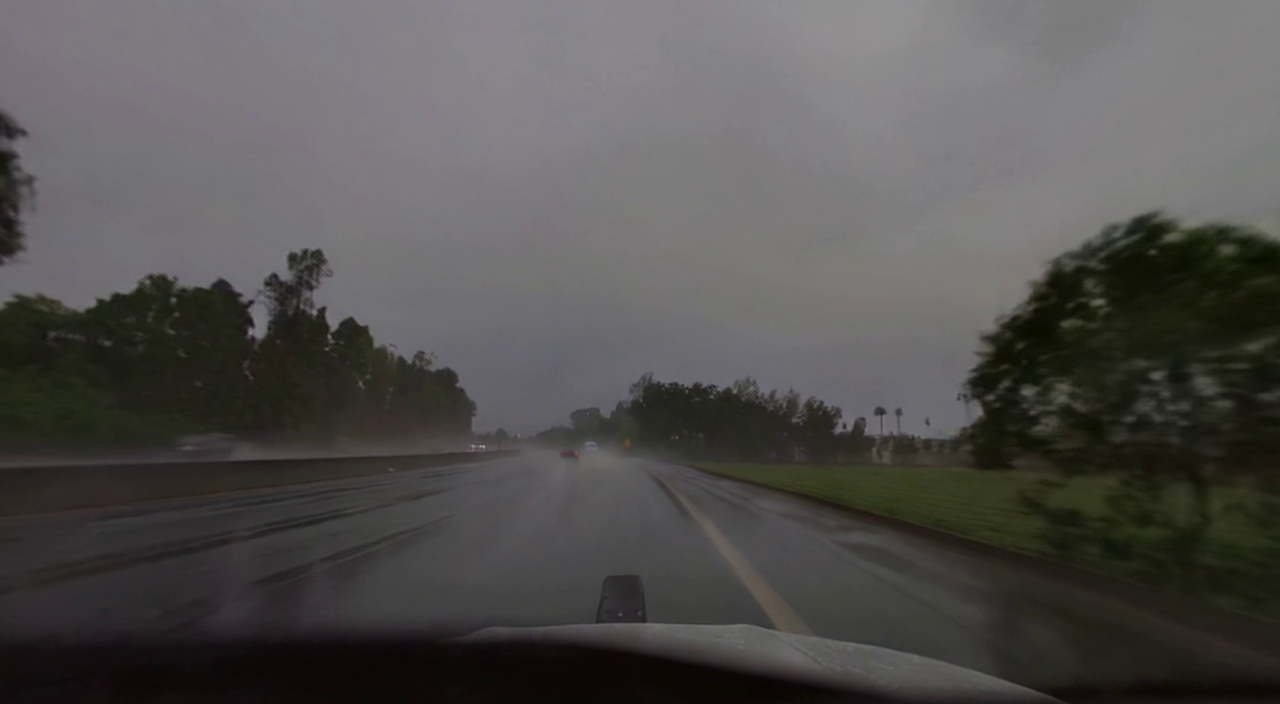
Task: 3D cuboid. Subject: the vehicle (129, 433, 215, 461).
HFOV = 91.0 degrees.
[{"bbox_3d":[-29.413,6.007,39.786,2.052,1.643,4.516,1,-9,-3],"label":"vehicle"}]
